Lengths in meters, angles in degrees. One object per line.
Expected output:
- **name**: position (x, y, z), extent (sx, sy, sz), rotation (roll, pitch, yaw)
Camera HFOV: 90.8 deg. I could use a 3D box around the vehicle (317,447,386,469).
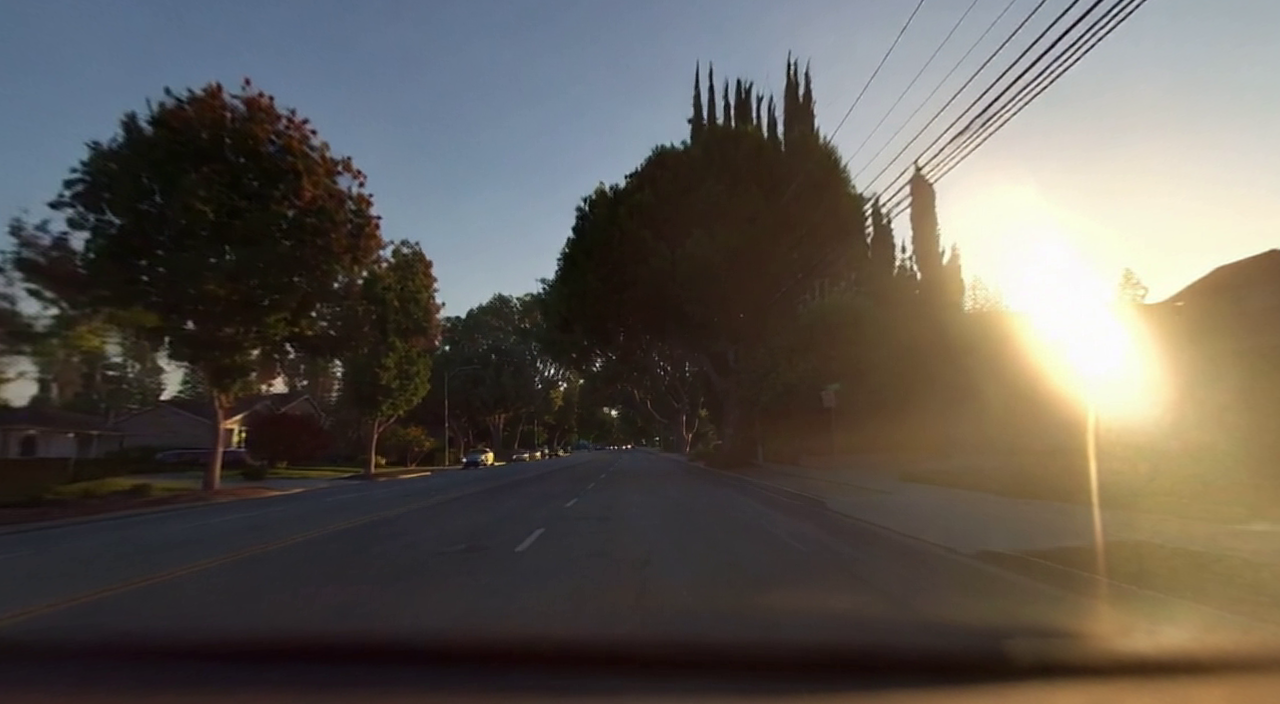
- **vehicle**: position (-22.755, 8.373, 49.953), extent (4.514, 1.711, 1.855), rotation (0, -9, 0)
